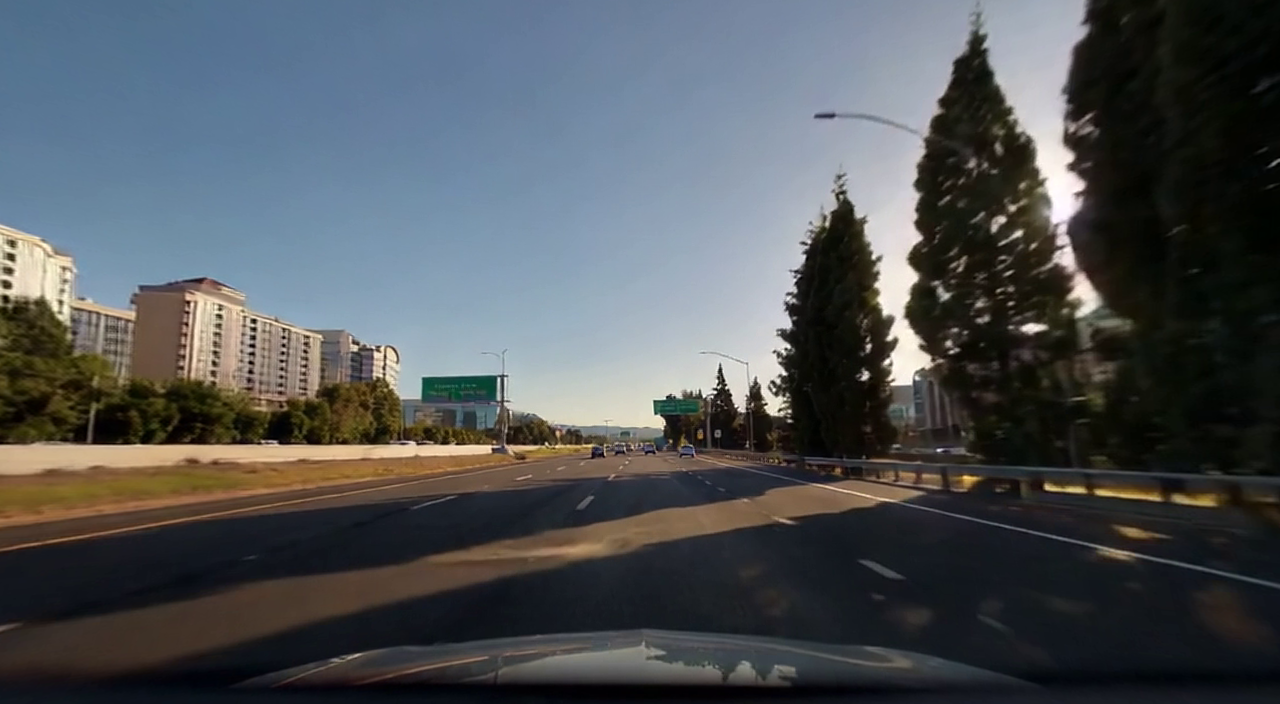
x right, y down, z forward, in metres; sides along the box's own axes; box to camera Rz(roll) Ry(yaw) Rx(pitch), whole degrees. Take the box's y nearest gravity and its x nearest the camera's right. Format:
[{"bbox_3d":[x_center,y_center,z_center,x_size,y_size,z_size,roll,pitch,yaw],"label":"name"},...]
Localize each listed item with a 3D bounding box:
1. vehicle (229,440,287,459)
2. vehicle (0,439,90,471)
[{"bbox_3d":[-29.994,7.665,49.660,1.777,1.476,4.493,0,-8,0],"label":"vehicle"},{"bbox_3d":[-30.500,5.131,31.679,1.717,1.466,4.377,0,-8,0],"label":"vehicle"}]
